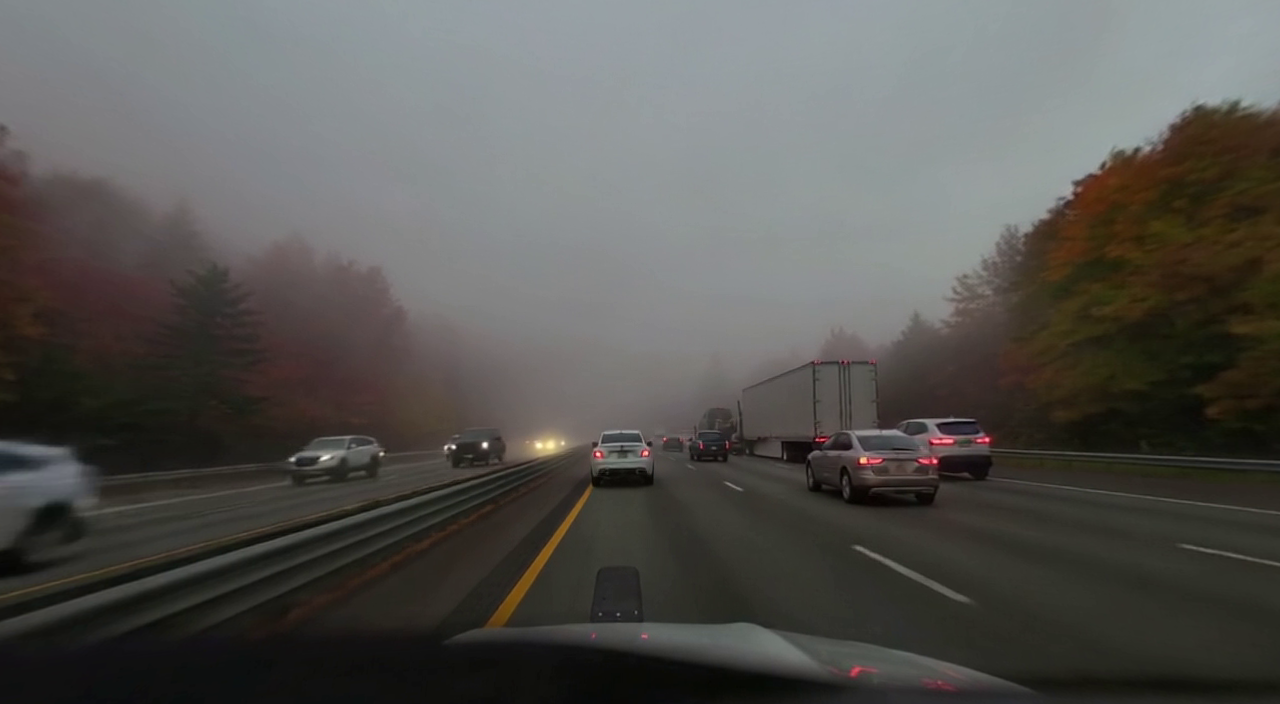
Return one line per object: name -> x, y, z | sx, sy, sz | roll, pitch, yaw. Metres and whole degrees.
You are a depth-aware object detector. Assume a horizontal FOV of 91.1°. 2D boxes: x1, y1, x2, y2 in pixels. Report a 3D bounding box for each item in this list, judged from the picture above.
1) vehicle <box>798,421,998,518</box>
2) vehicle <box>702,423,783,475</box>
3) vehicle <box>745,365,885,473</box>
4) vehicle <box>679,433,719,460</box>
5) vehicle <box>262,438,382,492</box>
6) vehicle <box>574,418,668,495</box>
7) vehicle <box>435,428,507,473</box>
vehicle -> 4.598, 2.131, 12.027 | 2.040, 1.523, 4.068 | 0, -8, -1
vehicle -> 3.603, 3.474, 22.814 | 2.147, 1.707, 3.963 | 0, -8, -2
vehicle -> 7.771, 3.411, 30.731 | 2.867, 4.066, 13.802 | 0, -7, 0
vehicle -> 3.430, 5.571, 37.246 | 1.865, 1.471, 3.916 | 0, -8, -2
vehicle -> -11.380, 4.003, 22.901 | 1.990, 1.751, 4.566 | 0, -8, 0
vehicle -> -0.486, 2.648, 16.352 | 2.087, 1.709, 4.455 | 0, -8, -2
vehicle -> -8.356, 4.900, 31.665 | 2.243, 2.051, 5.305 | 0, -8, -1
